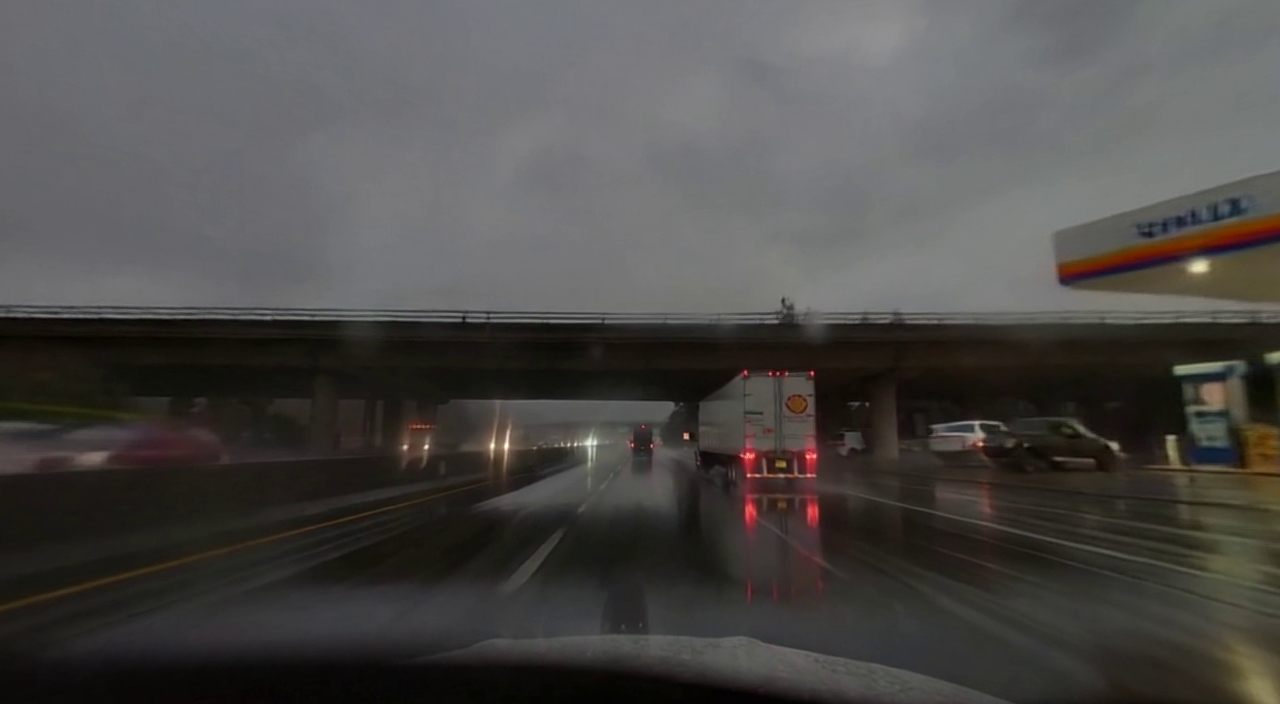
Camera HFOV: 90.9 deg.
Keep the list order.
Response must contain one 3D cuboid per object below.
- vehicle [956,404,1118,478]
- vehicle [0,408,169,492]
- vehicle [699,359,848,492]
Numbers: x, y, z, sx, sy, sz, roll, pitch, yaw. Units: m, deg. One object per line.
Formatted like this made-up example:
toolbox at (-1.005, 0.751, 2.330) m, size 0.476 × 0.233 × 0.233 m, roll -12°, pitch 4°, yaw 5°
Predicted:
vehicle at (21.977, 5.108, 35.936) m, size 2.784 × 3.571 × 9.857 m, roll 0°, pitch -9°, yaw 0°
vehicle at (-12.156, 1.981, 12.813) m, size 1.831 × 1.463 × 4.205 m, roll 0°, pitch -9°, yaw 1°
vehicle at (4.677, 3.267, 26.197) m, size 2.881 × 3.995 × 14.382 m, roll 0°, pitch -9°, yaw -1°
